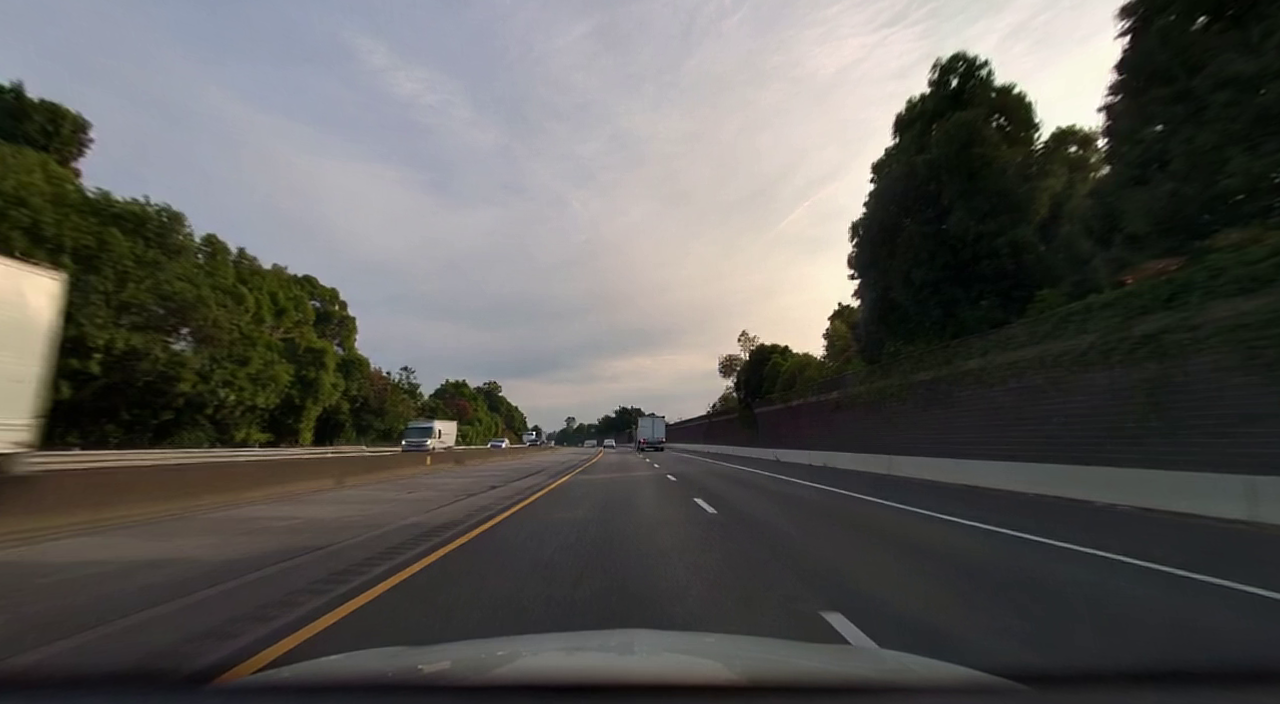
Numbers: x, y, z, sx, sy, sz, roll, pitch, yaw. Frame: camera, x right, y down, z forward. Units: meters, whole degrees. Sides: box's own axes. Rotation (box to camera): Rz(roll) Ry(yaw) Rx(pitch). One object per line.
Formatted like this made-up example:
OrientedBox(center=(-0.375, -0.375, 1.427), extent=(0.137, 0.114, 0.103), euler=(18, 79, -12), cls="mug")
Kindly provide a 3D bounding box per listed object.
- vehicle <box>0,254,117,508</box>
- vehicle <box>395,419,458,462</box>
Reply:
OrientedBox(center=(-13.059, -0.171, 6.325), extent=(3.640, 4.457, 14.111), euler=(0, -8, -1), cls="vehicle")
OrientedBox(center=(-14.117, 5.948, 42.113), extent=(2.294, 2.641, 5.907), euler=(0, -8, -2), cls="vehicle")
